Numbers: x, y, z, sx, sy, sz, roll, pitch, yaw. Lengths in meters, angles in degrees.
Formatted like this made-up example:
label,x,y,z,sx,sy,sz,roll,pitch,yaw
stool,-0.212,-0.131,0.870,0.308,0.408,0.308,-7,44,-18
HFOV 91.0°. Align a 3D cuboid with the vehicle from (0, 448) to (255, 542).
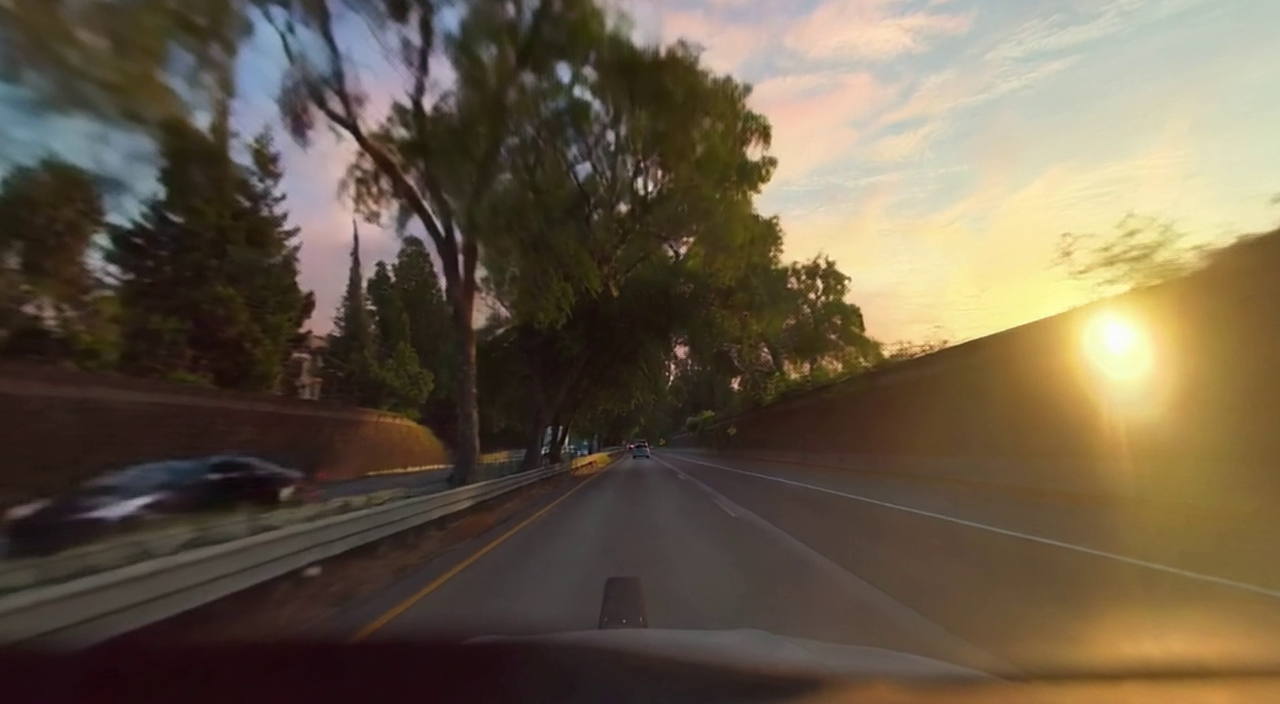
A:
label,x,y,z,sx,sy,sz,roll,pitch,yaw
vehicle,-10.324,2.812,13.094,1.933,1.599,4.198,0,-8,0
